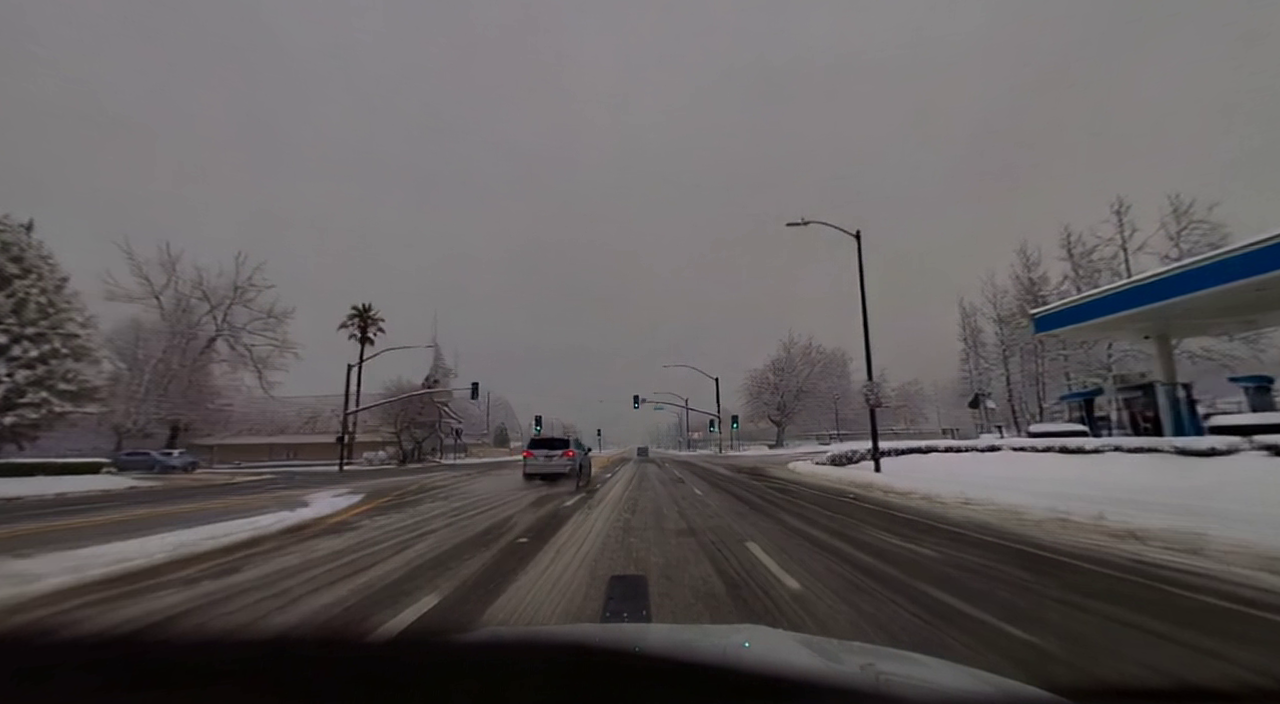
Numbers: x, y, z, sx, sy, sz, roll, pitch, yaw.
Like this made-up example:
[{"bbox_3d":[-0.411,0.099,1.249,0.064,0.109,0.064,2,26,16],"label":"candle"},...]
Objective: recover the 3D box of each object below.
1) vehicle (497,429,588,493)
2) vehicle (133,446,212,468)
[{"bbox_3d":[-2.895,3.372,19.755,2.011,1.756,4.478,0,-9,2],"label":"vehicle"},{"bbox_3d":[-36.257,8.153,48.973,4.553,1.492,1.967,-2,-8,-1],"label":"vehicle"}]
